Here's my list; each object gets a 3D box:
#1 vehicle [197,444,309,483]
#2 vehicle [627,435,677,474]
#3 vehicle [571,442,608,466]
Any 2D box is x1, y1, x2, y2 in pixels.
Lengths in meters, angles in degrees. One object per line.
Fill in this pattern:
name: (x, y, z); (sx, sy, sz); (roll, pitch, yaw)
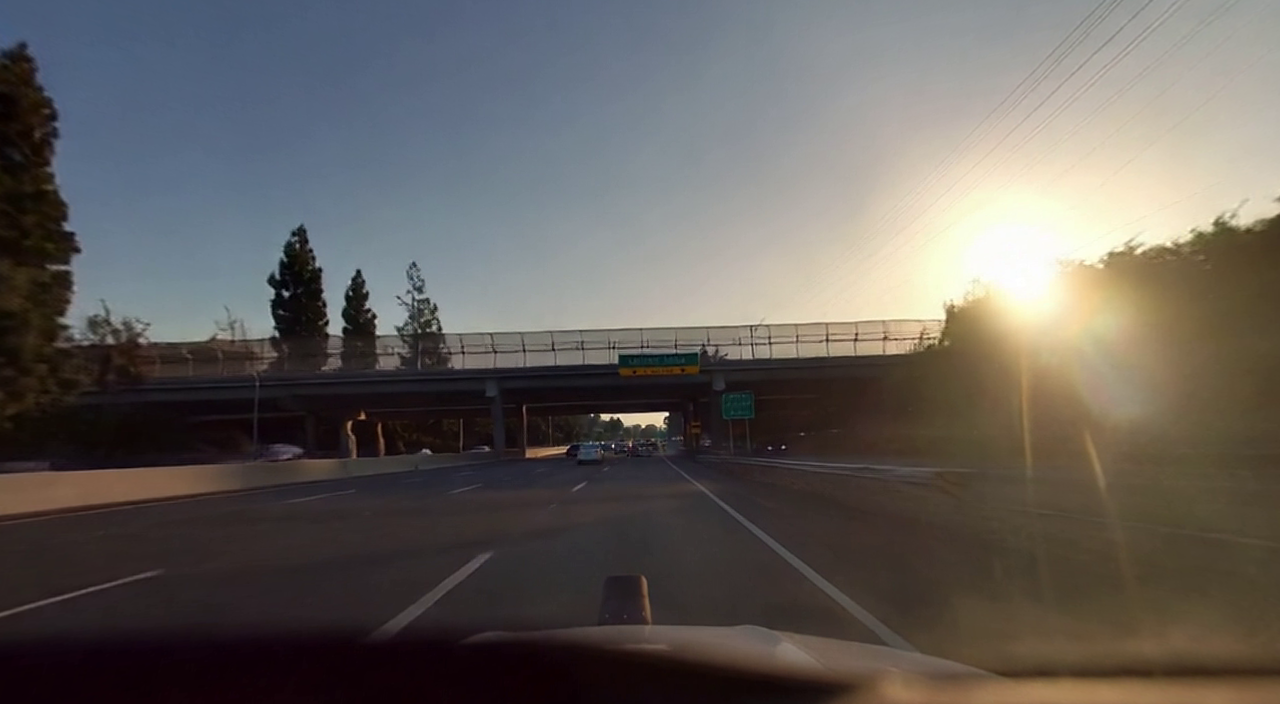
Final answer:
vehicle: (-17.134, 4.932, 28.270); (1.903, 1.538, 4.866); (0, -8, 0)
vehicle: (0.535, 4.783, 29.600); (2.152, 1.697, 4.066); (0, -8, 0)
vehicle: (-3.278, 6.783, 42.129); (2.056, 1.464, 4.564); (0, -8, 1)
